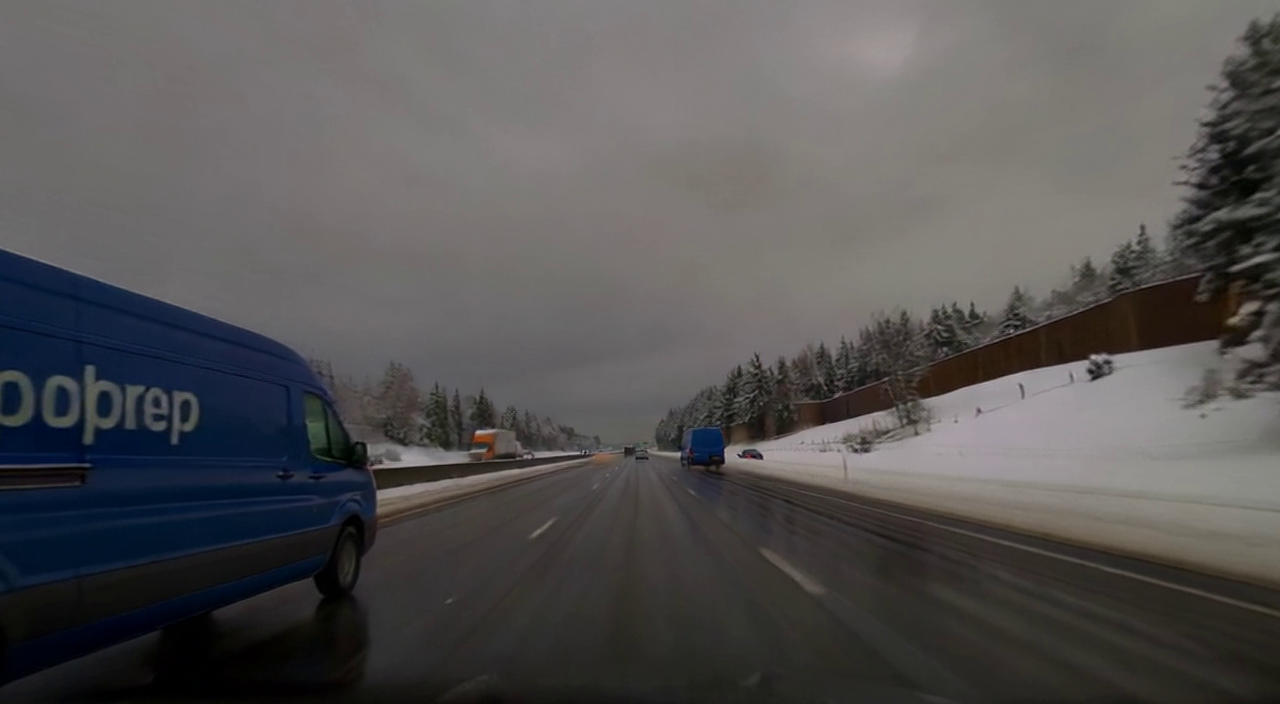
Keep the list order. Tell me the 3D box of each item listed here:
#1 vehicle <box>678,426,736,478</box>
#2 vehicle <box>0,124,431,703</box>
[{"bbox_3d":[3.540,5.471,34.610,2.373,2.561,5.922,0,-9,-1],"label":"vehicle"},{"bbox_3d":[-3.546,0.663,3.720,2.409,2.523,6.275,0,-9,0],"label":"vehicle"}]
